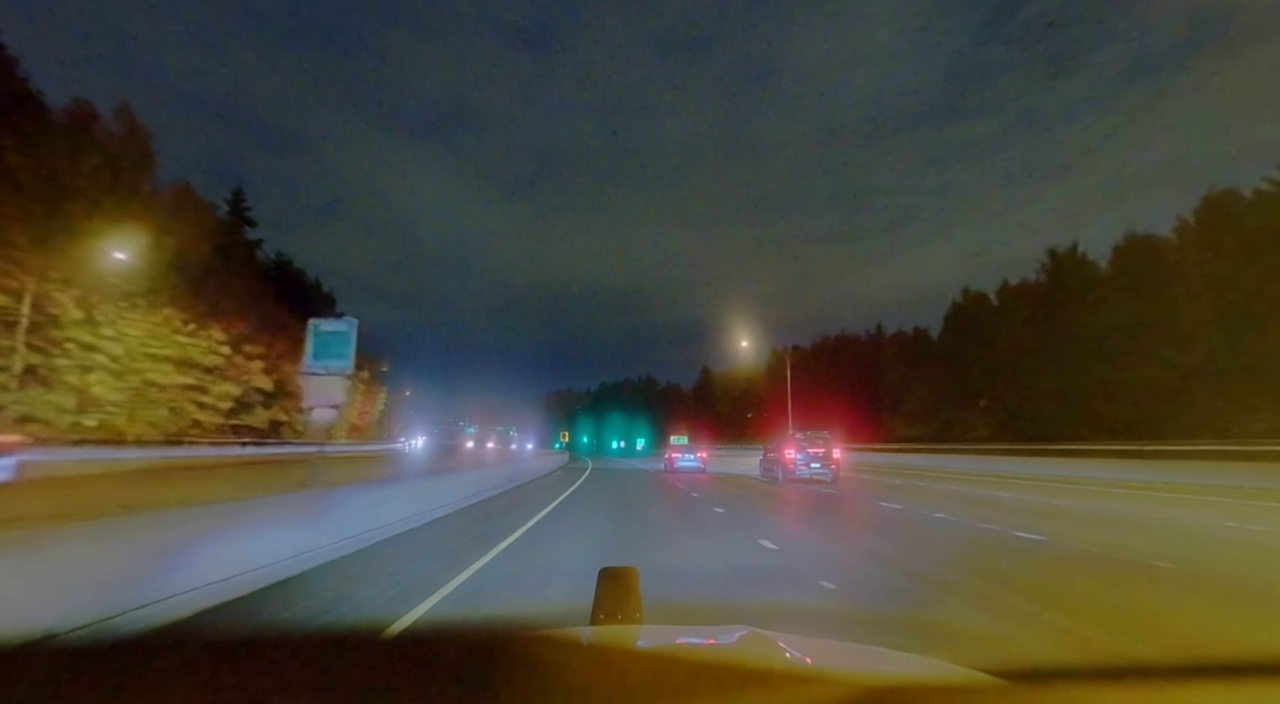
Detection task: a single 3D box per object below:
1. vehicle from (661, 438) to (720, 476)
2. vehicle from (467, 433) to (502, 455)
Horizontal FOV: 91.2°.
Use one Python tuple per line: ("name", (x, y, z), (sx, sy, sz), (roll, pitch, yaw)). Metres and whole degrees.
("vehicle", (2.296, 4.953, 29.718), (2.337, 1.633, 4.222), (0, -9, -2))
("vehicle", (-12.208, 7.288, 49.395), (1.842, 1.663, 3.995), (0, -9, -2))
